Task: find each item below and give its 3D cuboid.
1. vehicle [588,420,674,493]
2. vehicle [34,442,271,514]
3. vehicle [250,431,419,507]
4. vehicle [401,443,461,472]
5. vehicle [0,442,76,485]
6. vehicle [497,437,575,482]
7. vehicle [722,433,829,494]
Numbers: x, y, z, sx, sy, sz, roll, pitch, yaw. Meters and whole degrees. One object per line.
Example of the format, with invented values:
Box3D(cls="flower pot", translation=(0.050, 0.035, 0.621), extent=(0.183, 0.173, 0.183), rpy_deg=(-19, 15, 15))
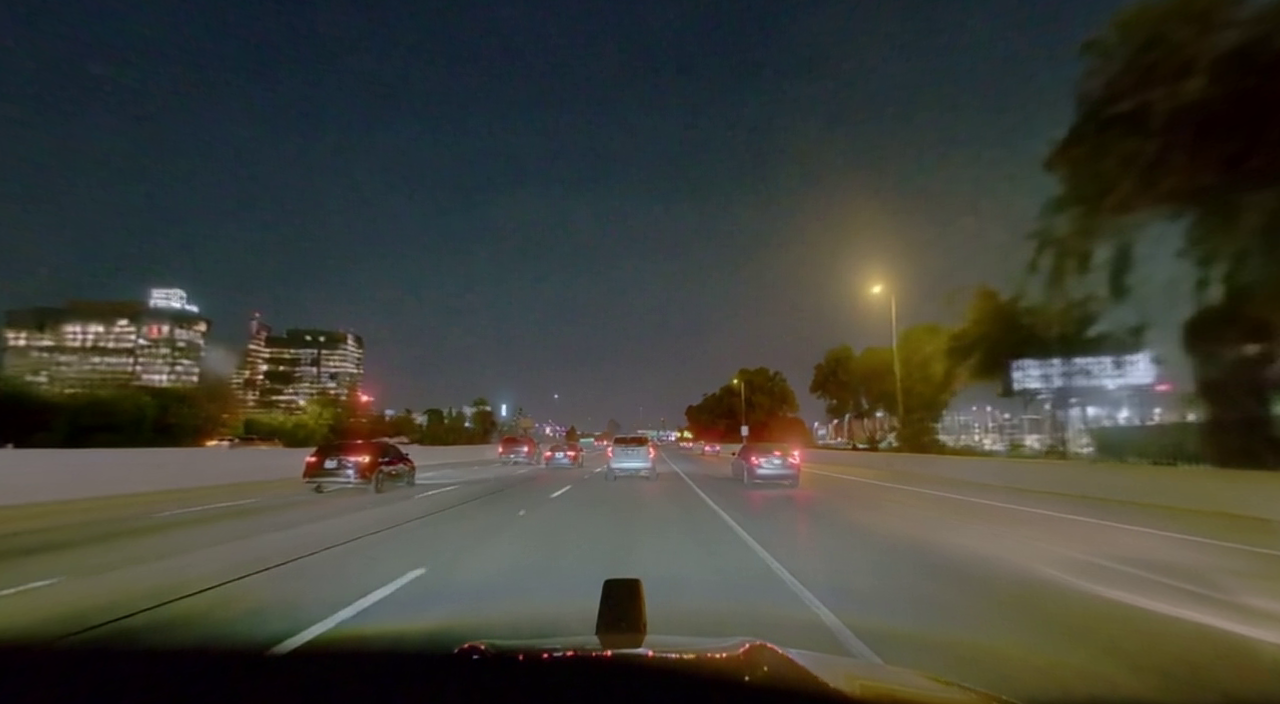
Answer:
Box3D(cls="vehicle", translation=(-0.250, 3.023, 18.599), extent=(2.209, 1.863, 4.626), rpy_deg=(0, -8, 0))
Box3D(cls="vehicle", translation=(-11.204, 2.877, 15.047), extent=(1.970, 1.441, 4.555), rpy_deg=(0, -8, 1))
Box3D(cls="vehicle", translation=(-7.438, 2.869, 15.997), extent=(2.021, 1.632, 4.417), rpy_deg=(0, -8, 1))
Box3D(cls="vehicle", translation=(-11.435, 5.752, 34.764), extent=(1.923, 1.480, 3.905), rpy_deg=(0, -8, 0))
Box3D(cls="vehicle", translation=(-25.676, 4.453, 25.297), extent=(1.889, 1.629, 4.486), rpy_deg=(0, -8, 0))
Box3D(cls="vehicle", translation=(-3.804, 4.018, 23.892), extent=(2.079, 1.499, 4.512), rpy_deg=(0, -8, 1))
Box3D(cls="vehicle", translation=(3.674, 3.106, 18.015), extent=(1.942, 1.487, 4.518), rpy_deg=(0, -8, -1))
